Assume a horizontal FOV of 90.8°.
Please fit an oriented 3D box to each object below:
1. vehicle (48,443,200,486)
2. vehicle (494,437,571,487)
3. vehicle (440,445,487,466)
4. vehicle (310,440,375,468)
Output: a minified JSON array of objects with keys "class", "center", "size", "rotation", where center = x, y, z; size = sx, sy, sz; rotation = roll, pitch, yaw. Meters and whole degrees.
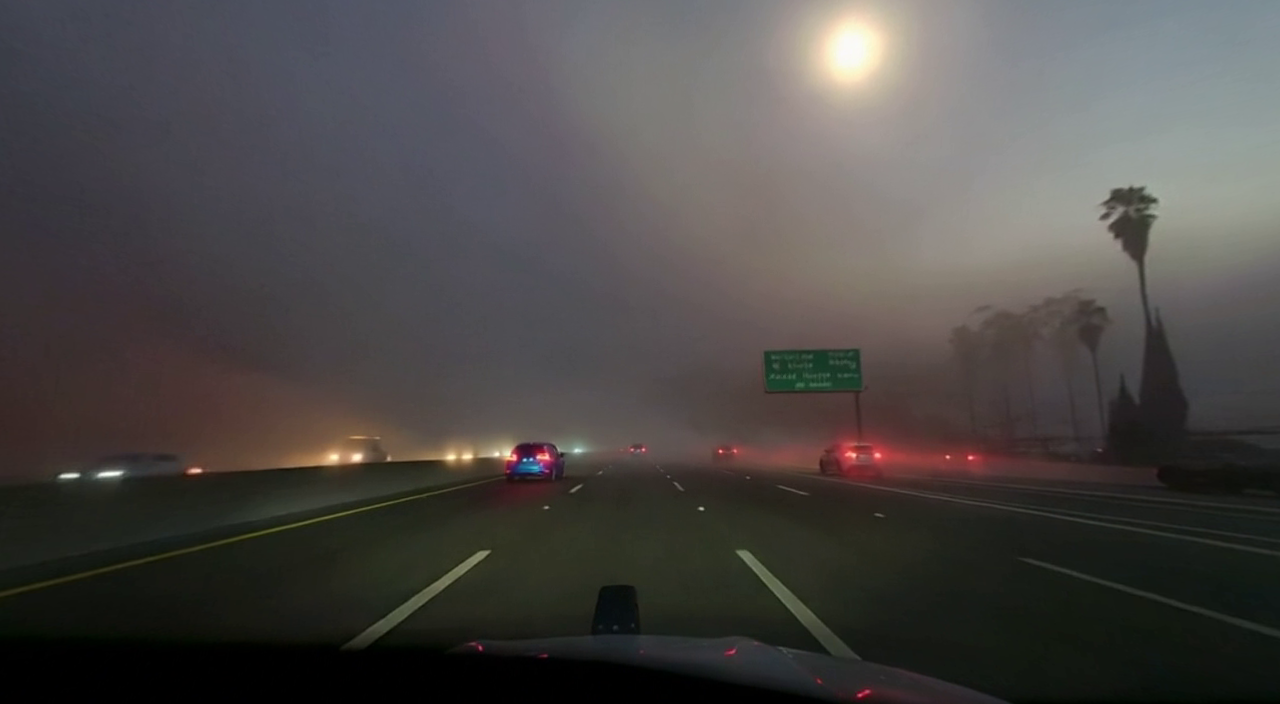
[{"class":"vehicle","center":[-19.518,4.251,24.229],"size":[1.962,1.469,4.599],"rotation":[0,-8,-1]},{"class":"vehicle","center":[-3.751,3.937,22.929],"size":[1.996,1.617,4.637],"rotation":[0,-9,0]},{"class":"vehicle","center":[-12.741,7.502,45.881],"size":[2.040,1.444,4.596],"rotation":[0,-9,0]},{"class":"vehicle","center":[-19.721,6.781,42.168],"size":[2.106,1.764,4.578],"rotation":[0,-9,0]}]
